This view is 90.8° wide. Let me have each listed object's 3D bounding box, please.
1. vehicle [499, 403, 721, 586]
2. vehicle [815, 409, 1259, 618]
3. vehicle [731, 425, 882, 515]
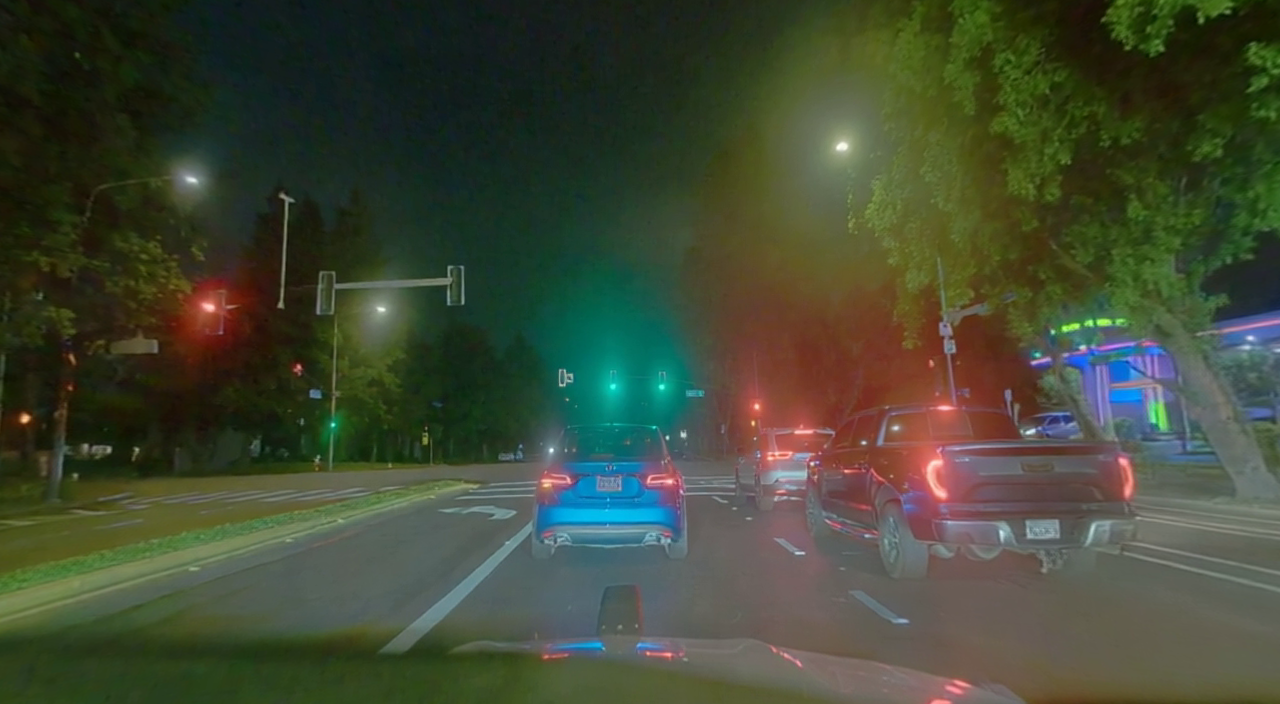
[{"bbox_3d":[-0.285,1.585,7.746,2.037,1.674,3.693,0,-8,0],"label":"vehicle"},{"bbox_3d":[3.634,1.554,7.107,1.955,1.550,4.587,0,-8,-1],"label":"vehicle"},{"bbox_3d":[3.367,2.480,13.798,2.031,1.626,4.264,0,-8,-2],"label":"vehicle"}]
